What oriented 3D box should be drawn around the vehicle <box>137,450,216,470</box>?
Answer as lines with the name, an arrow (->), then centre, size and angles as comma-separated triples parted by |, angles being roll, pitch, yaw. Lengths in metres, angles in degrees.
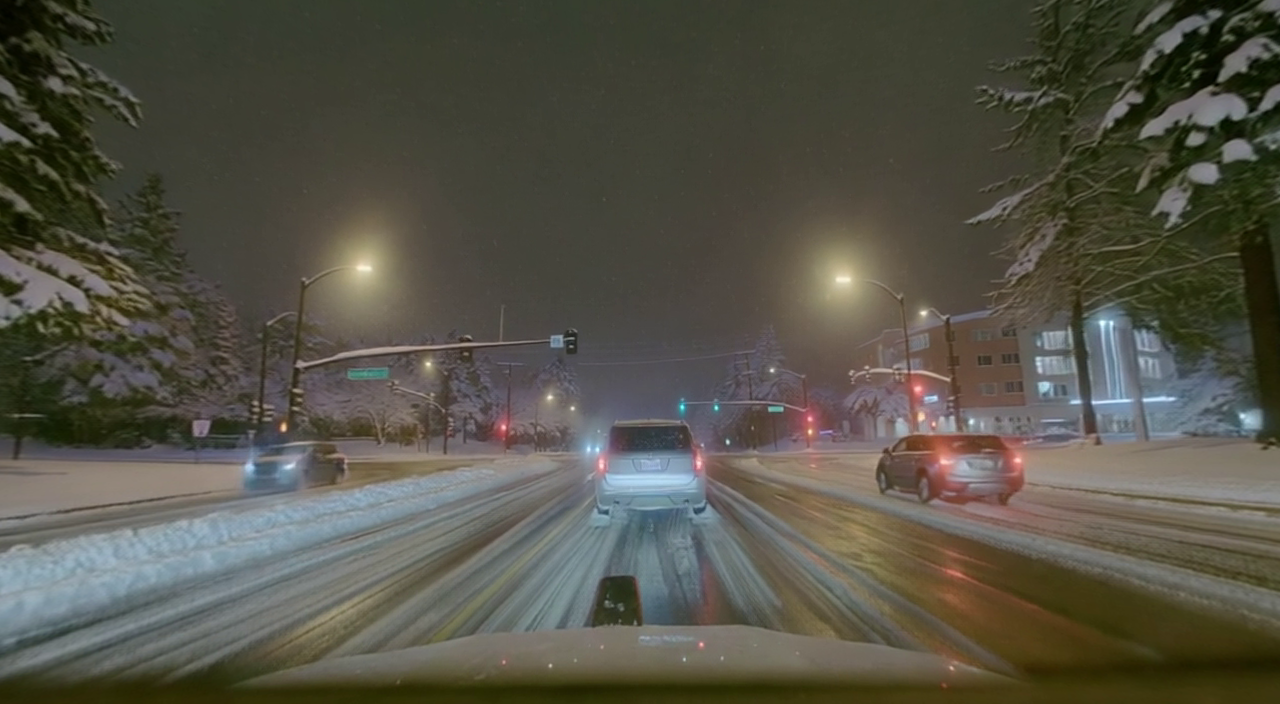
vehicle -> -36.283, 8.466, 49.581 | 4.647, 1.484, 1.893 | 0, -9, 1

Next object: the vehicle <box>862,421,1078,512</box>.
vehicle -> 7.043, 2.510, 14.248 | 2.447, 1.707, 4.396 | 0, -9, 0

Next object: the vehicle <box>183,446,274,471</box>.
vehicle -> -30.081, 7.778, 46.319 | 5.244, 1.715, 1.950 | 0, -9, 1

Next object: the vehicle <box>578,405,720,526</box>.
vehicle -> 0.207, 2.187, 12.611 | 2.267, 1.926, 4.708 | 0, -9, 2

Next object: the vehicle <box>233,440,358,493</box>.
vehicle -> -11.738, 3.912, 21.974 | 2.209, 1.627, 4.582 | 1, -9, -7

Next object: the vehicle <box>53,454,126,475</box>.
vehicle -> -40.057, 8.190, 46.132 | 3.386, 1.456, 2.024 | 0, -9, 0
